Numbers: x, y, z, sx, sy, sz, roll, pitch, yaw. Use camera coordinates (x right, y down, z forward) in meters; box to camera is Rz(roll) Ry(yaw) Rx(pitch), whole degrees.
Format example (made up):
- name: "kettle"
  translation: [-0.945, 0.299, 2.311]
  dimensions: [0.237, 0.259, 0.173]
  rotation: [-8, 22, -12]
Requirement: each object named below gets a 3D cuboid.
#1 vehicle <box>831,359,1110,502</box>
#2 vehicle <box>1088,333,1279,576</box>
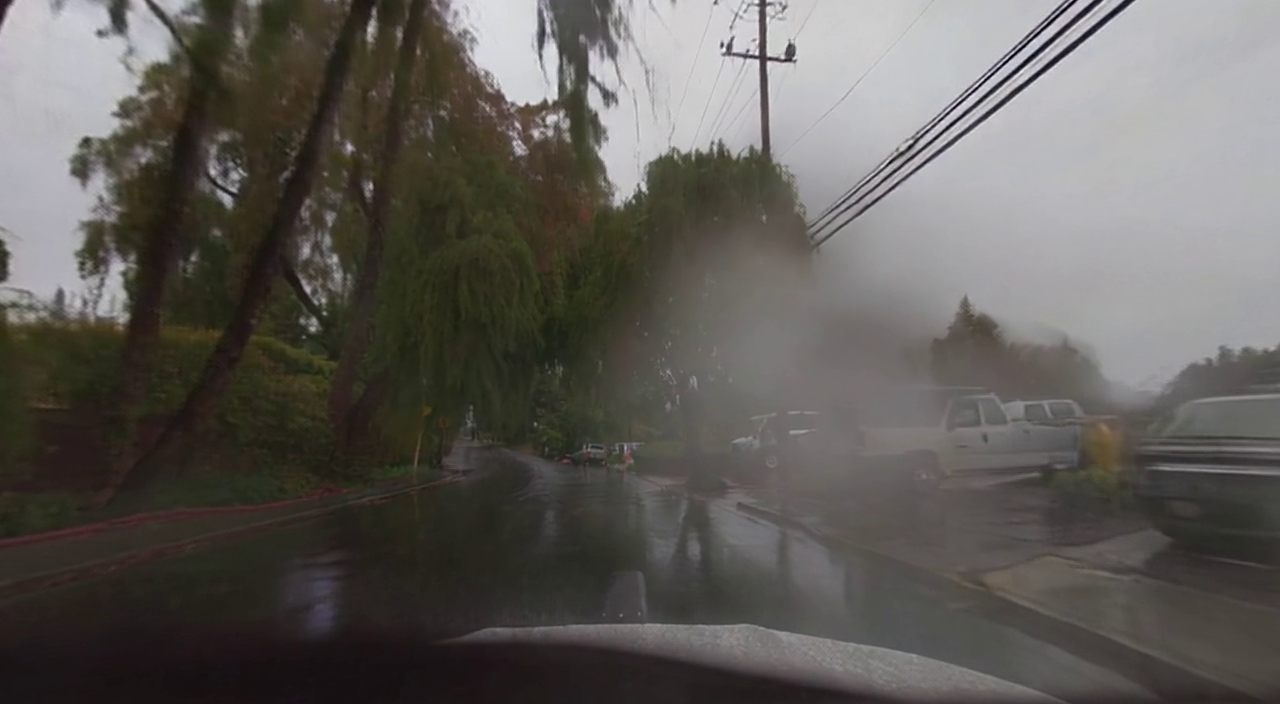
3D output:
- name: "vehicle"
  translation: [6.646, 1.596, 12.600]
  dimensions: [5.269, 2.289, 2.446]
  rotation: [5, -10, -32]
- name: "vehicle"
  translation: [6.918, 0.902, 6.203]
  dimensions: [4.444, 1.902, 2.099]
  rotation: [2, -6, -26]
